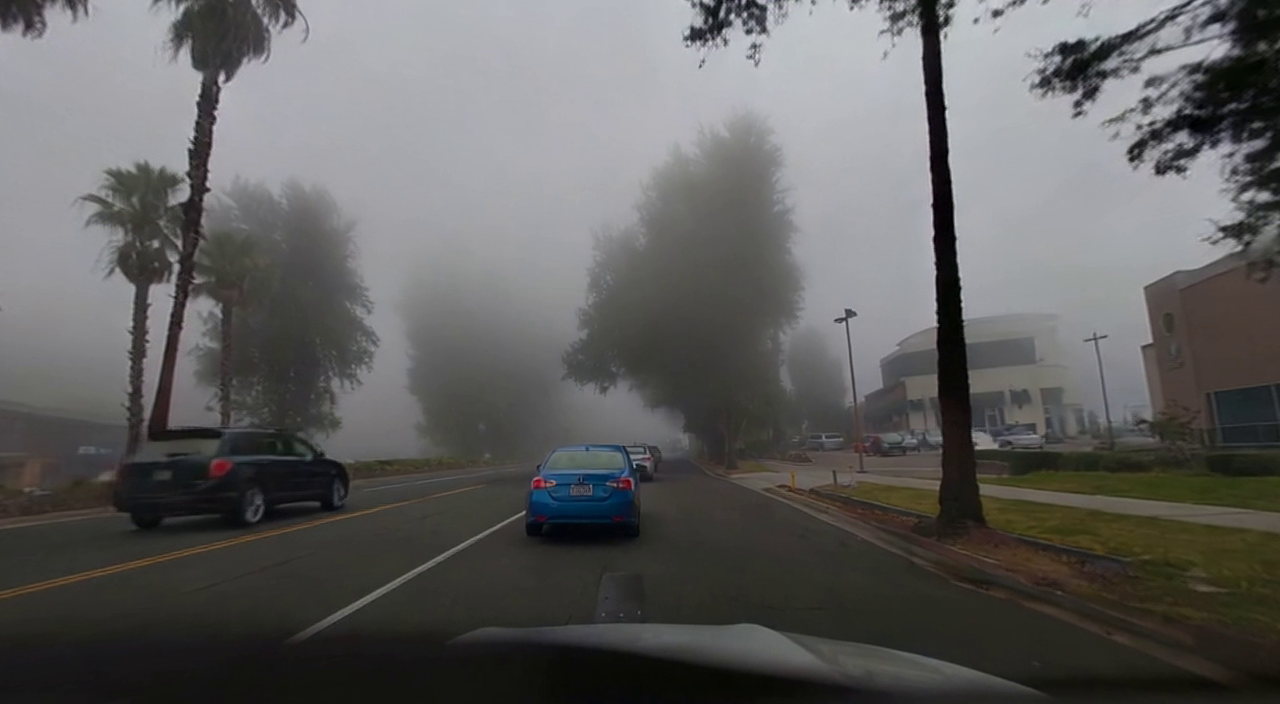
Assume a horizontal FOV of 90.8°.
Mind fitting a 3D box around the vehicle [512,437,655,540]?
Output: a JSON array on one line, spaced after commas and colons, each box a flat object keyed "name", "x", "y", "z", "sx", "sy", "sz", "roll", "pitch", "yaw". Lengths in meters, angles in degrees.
[{"name": "vehicle", "x": -0.915, "y": 2.277, "z": 11.175, "sx": 2.067, "sy": 1.459, "sz": 3.886, "roll": 0, "pitch": -9, "yaw": -3}]

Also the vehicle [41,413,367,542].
[{"name": "vehicle", "x": -7.652, "y": 2.271, "z": 12.125, "sx": 2.400, "sy": 1.900, "sz": 5.325, "roll": 0, "pitch": -8, "yaw": 1}]

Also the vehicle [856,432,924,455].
[{"name": "vehicle", "x": 19.136, "y": 7.012, "z": 48.528, "sx": 1.925, "sy": 1.652, "sz": 4.490, "roll": 6, "pitch": -10, "yaw": -35}]

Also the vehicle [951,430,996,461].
[{"name": "vehicle", "x": 18.265, "y": 5.142, "z": 34.690, "sx": 1.961, "sy": 1.526, "sz": 4.640, "roll": -4, "pitch": -10, "yaw": 26}]
